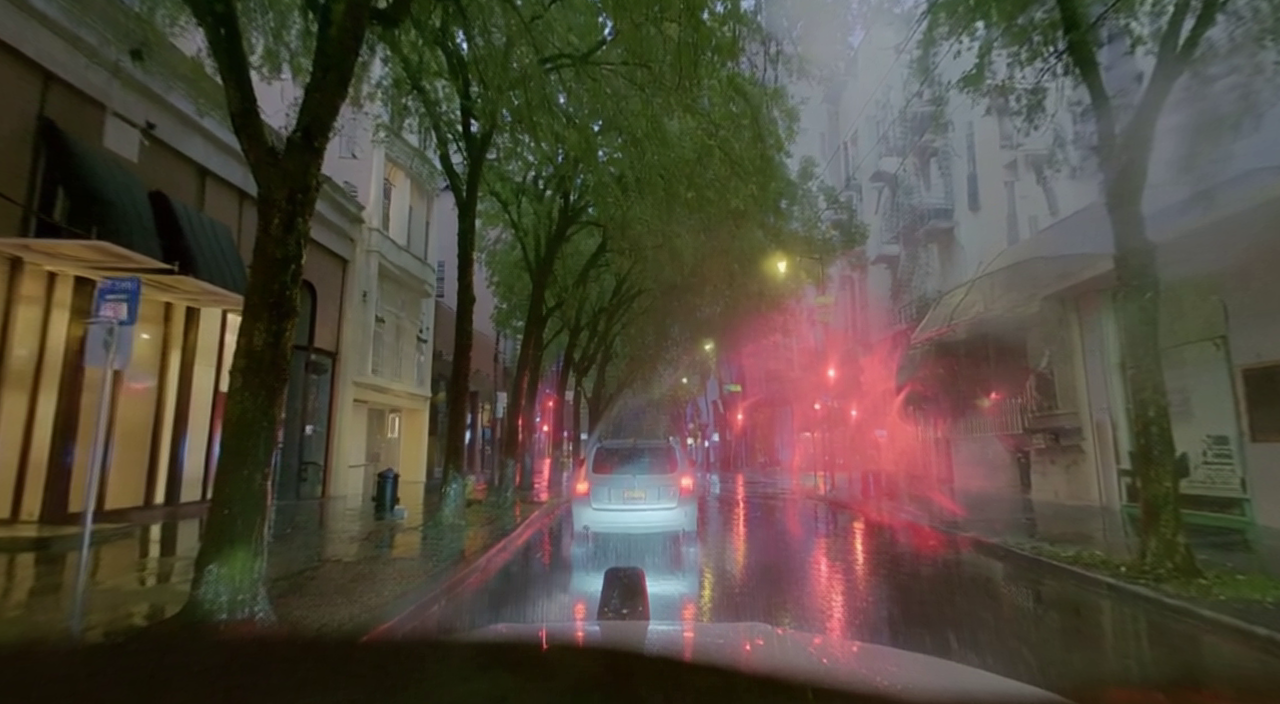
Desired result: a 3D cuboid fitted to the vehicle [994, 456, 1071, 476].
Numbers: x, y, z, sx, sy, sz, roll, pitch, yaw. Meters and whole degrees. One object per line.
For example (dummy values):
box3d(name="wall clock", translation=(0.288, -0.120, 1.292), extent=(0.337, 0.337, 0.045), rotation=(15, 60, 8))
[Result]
box3d(name="vehicle", translation=(29.813, 8.648, 47.900), extent=(4.668, 1.441, 1.904), rotation=(1, -9, -6))

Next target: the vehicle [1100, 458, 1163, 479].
box3d(name="vehicle", translation=(37.217, 8.836, 47.804), extent=(3.445, 1.363, 1.608), rotation=(2, -8, -1))

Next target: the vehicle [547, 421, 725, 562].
box3d(name="vehicle", translation=(-0.084, 1.925, 9.394), extent=(2.079, 1.621, 3.861), rotation=(0, -8, -1))
